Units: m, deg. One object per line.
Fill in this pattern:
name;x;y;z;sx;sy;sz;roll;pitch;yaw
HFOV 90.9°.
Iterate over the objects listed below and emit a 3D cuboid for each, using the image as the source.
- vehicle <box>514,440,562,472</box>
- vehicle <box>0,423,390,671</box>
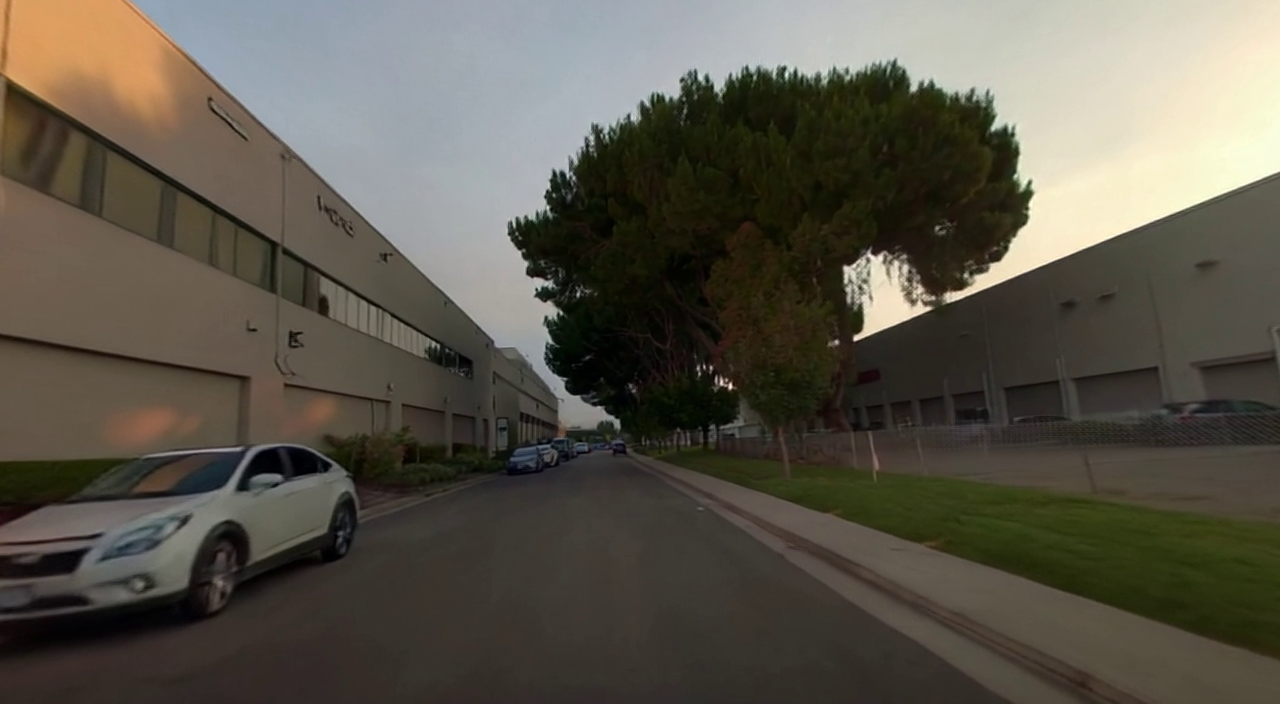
vehicle;-5.600;5.768;35.044;2.040;1.501;4.440;-4;-9;-2
vehicle;-4.268;1.607;6.420;1.912;1.628;4.233;-1;-8;-3
